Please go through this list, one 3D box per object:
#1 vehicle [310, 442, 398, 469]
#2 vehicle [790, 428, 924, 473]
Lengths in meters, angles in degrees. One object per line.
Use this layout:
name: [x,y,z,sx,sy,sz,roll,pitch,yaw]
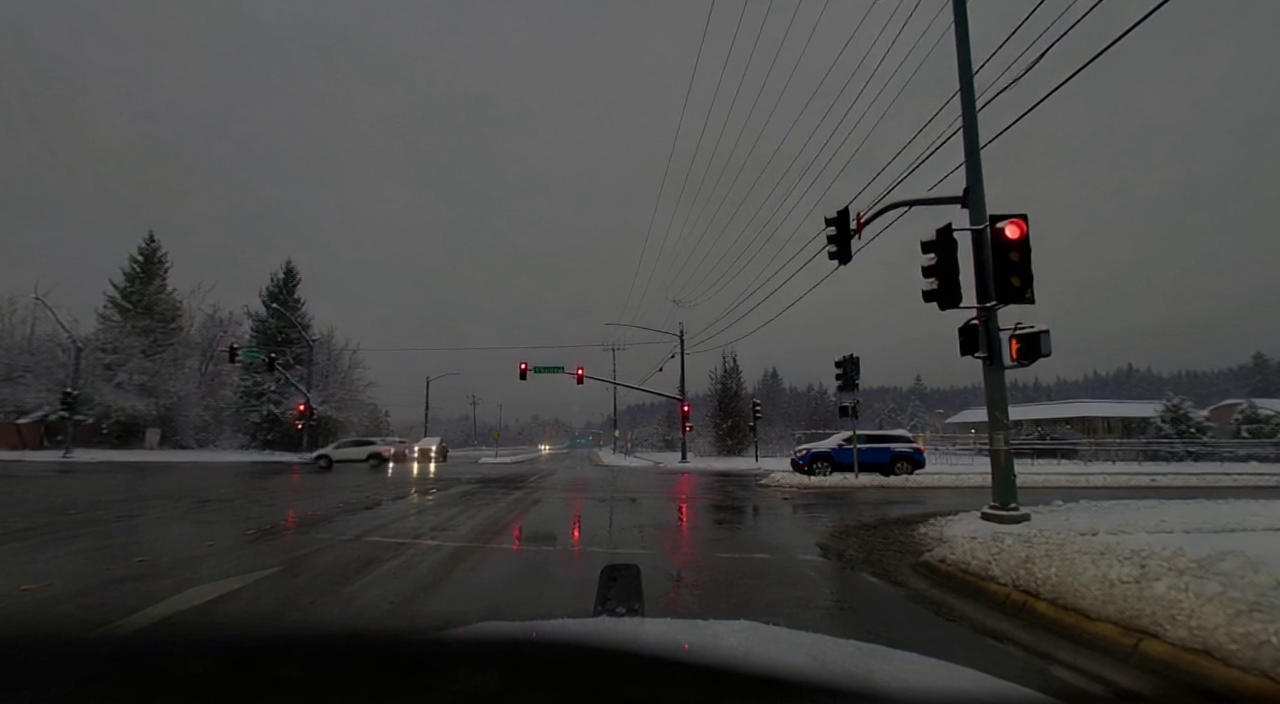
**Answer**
vehicle: [-17.437,6.327,38.433,4.529,1.566,1.842,-1,-9,9]
vehicle: [8.697,4.013,25.725,4.884,1.714,2.021,-2,-9,12]
